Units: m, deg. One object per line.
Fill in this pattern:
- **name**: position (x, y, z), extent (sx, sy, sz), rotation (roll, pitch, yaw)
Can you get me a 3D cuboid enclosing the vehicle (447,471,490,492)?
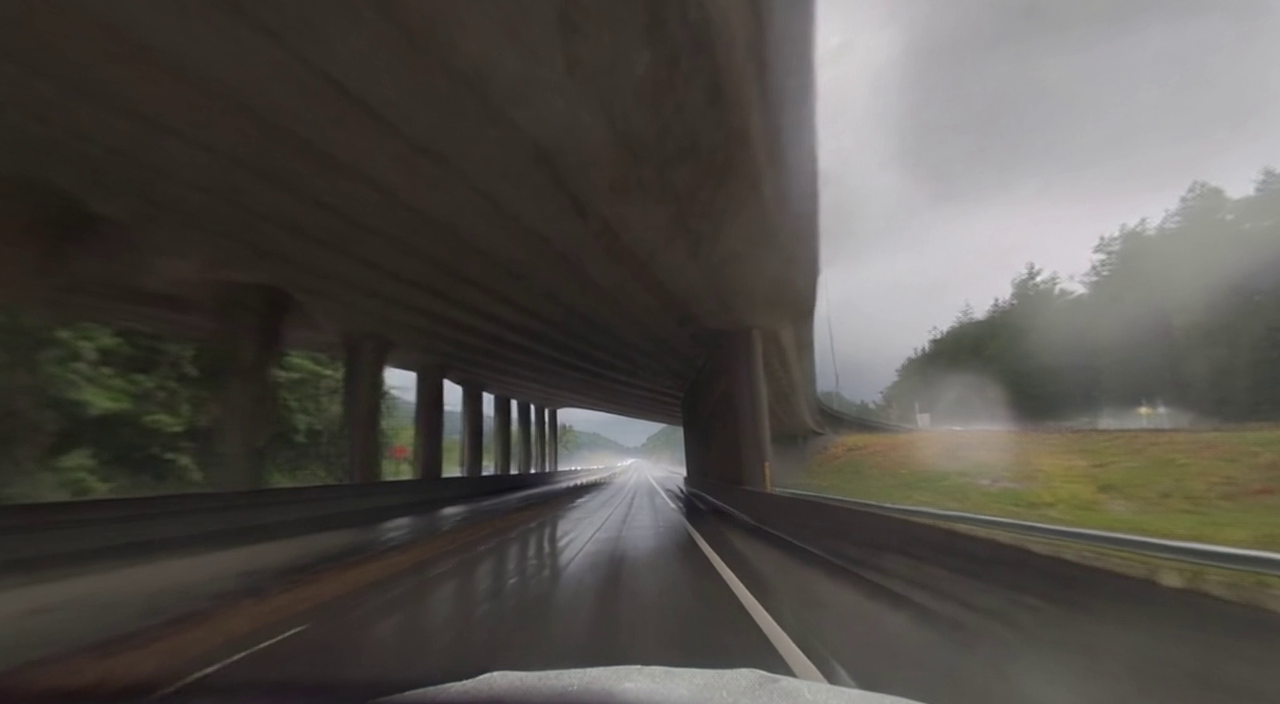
- **vehicle**: position (-12.384, 9.359, 45.716), extent (1.941, 1.429, 3.701), rotation (0, -10, 2)
